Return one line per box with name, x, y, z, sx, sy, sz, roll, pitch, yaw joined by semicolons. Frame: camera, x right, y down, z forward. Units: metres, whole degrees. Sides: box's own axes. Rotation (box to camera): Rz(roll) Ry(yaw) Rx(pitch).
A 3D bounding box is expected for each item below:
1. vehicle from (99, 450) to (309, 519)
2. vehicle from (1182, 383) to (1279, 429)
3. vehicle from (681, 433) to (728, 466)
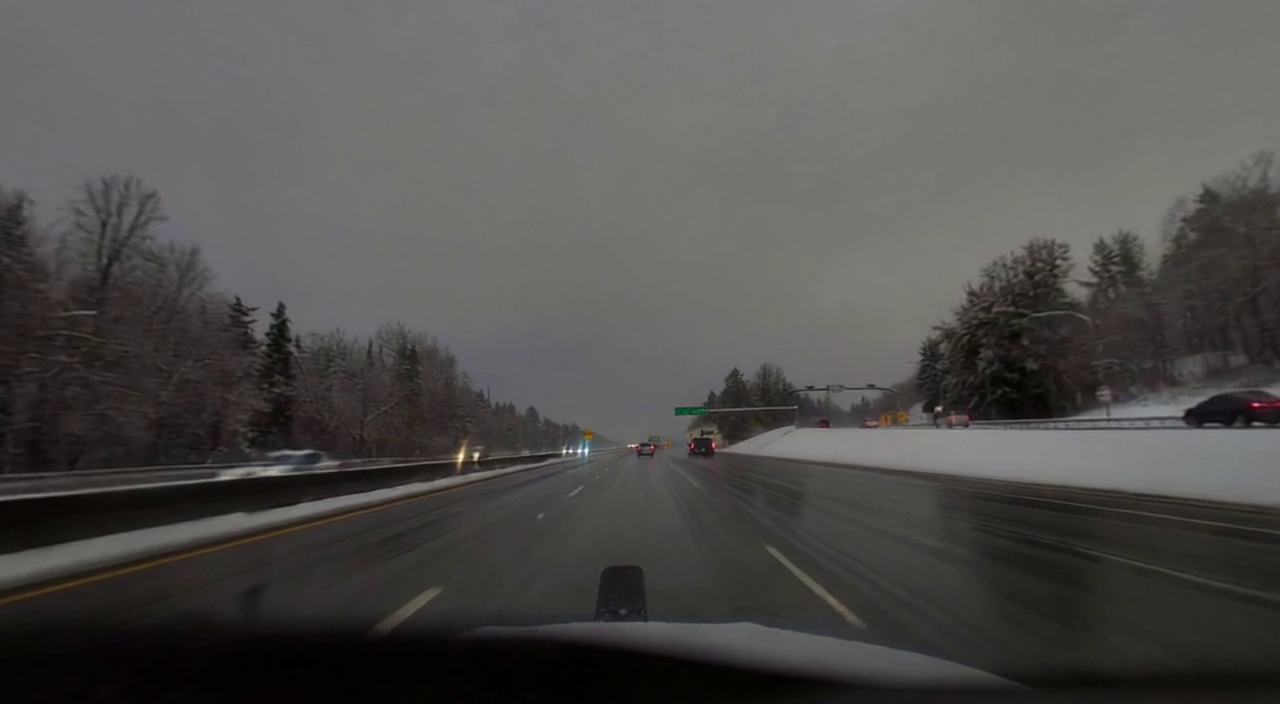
vehicle;-10.937;3.316;16.415;1.954;1.477;4.834;0;-8;1
vehicle;23.150;2.072;23.618;1.872;1.459;4.502;-1;-8;4
vehicle;4.202;6.482;42.133;2.505;2.020;5.532;0;-8;-1
